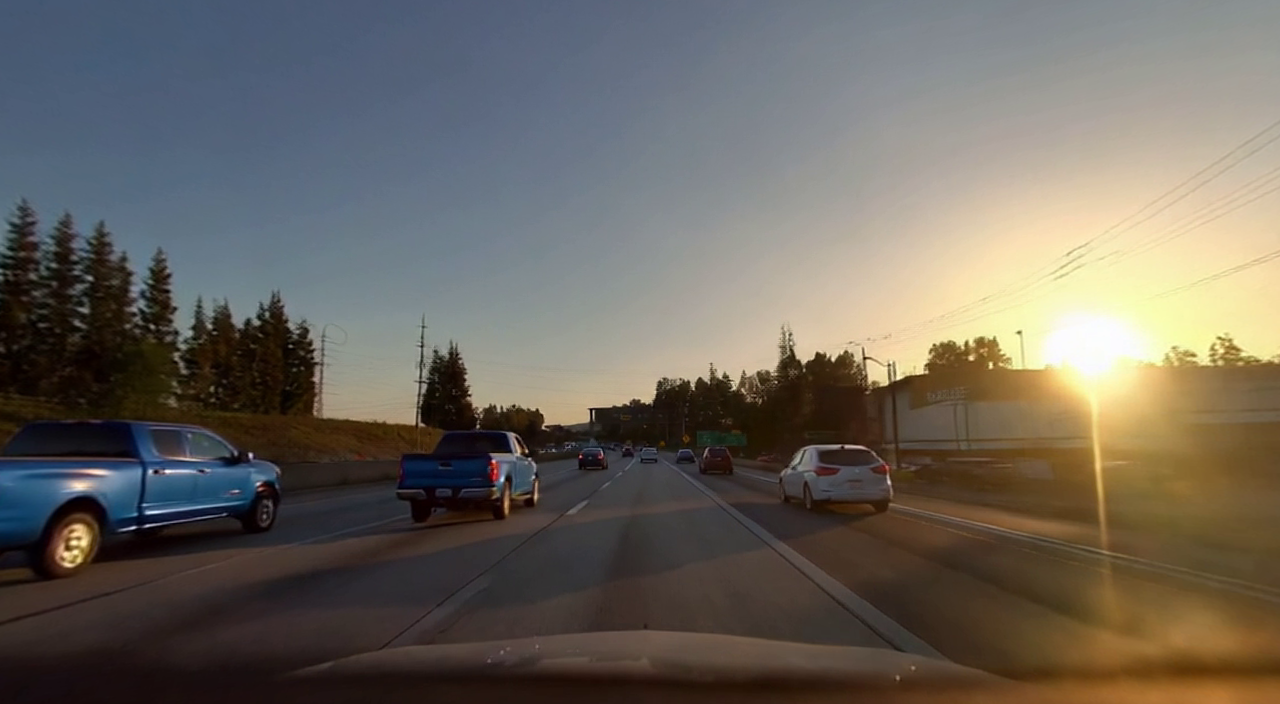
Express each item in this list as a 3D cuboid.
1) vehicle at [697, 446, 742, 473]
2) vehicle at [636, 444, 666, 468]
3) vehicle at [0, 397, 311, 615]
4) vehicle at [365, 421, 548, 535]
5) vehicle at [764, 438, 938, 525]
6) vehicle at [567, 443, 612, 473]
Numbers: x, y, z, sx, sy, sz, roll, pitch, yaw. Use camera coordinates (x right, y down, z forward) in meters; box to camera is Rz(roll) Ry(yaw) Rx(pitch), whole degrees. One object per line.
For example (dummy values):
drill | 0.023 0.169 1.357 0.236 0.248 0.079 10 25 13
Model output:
vehicle | 4.642 6.355 37.470 2.072 1.456 4.537 0 -8 0
vehicle | 0.794 7.583 46.159 2.080 1.682 4.150 0 -8 0
vehicle | -6.560 1.620 7.523 2.428 1.812 5.131 0 -8 1
vehicle | -3.253 2.338 12.348 2.146 1.775 4.553 0 -8 1
vehicle | 4.164 2.614 13.403 2.111 1.498 4.466 0 -8 0
vehicle | -3.005 6.415 38.571 2.209 1.714 4.576 0 -8 2
